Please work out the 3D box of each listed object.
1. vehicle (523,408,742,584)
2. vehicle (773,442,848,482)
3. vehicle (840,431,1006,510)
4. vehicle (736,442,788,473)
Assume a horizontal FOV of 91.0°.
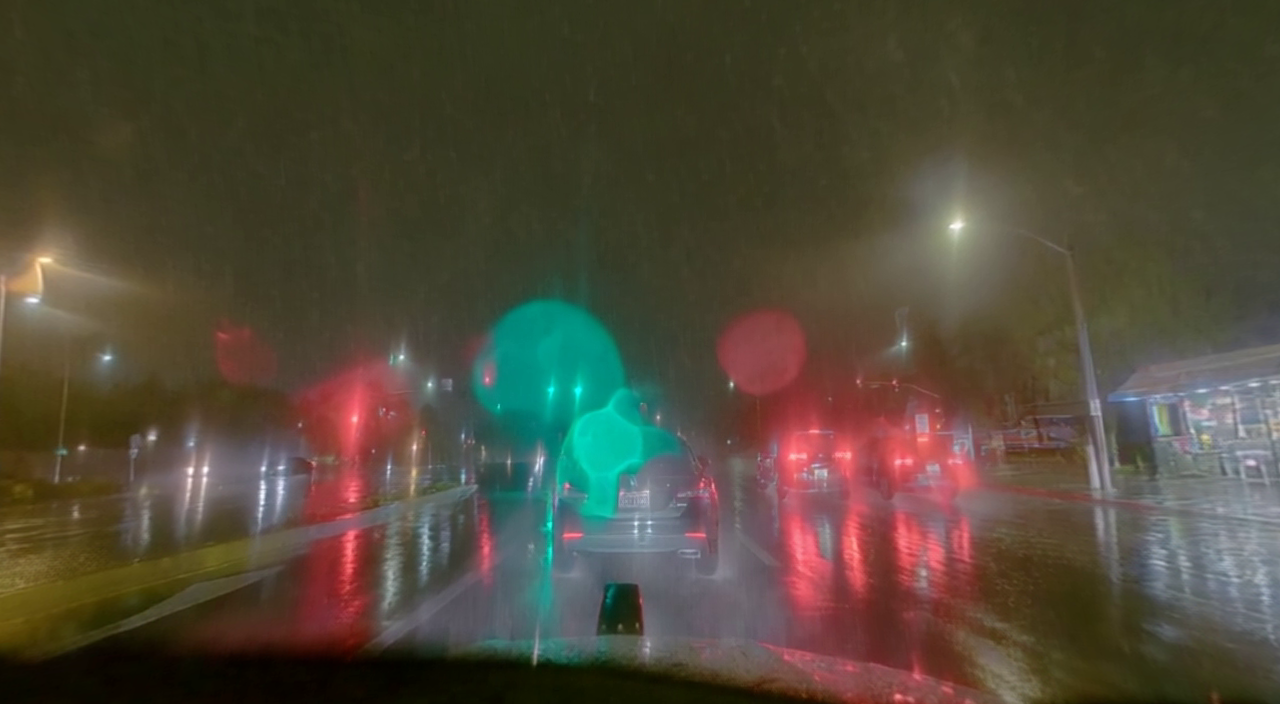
[{"bbox_3d":[-0.057,1.691,8.130,2.115,1.700,3.901,0,-8,0],"label":"vehicle"},{"bbox_3d":[6.842,4.440,25.673,1.833,1.452,4.237,0,-9,0],"label":"vehicle"},{"bbox_3d":[6.776,2.875,15.753,2.072,1.652,4.611,0,-8,1],"label":"vehicle"},{"bbox_3d":[6.289,5.480,32.823,1.961,1.477,4.454,0,-8,2],"label":"vehicle"}]
